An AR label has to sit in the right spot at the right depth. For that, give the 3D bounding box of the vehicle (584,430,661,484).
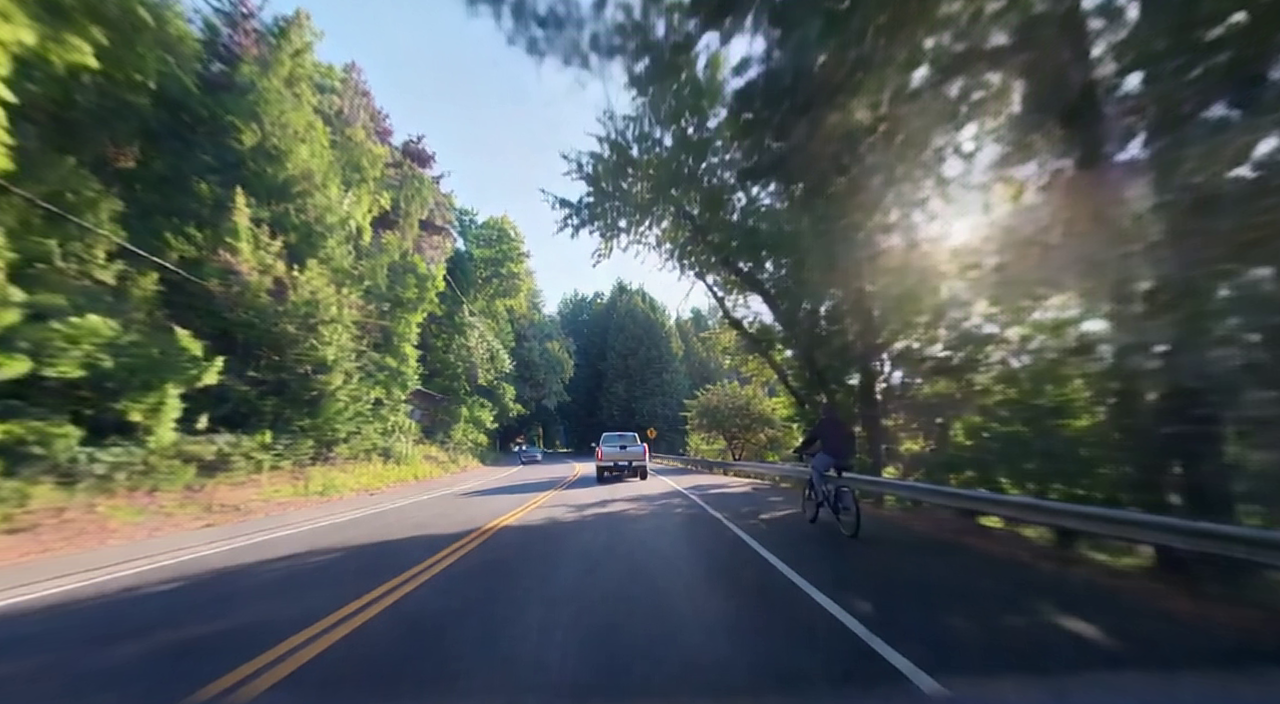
[{"bbox_3d":[-0.748,3.965,24.157,2.631,1.798,5.331,0,-8,-3],"label":"vehicle"}]
